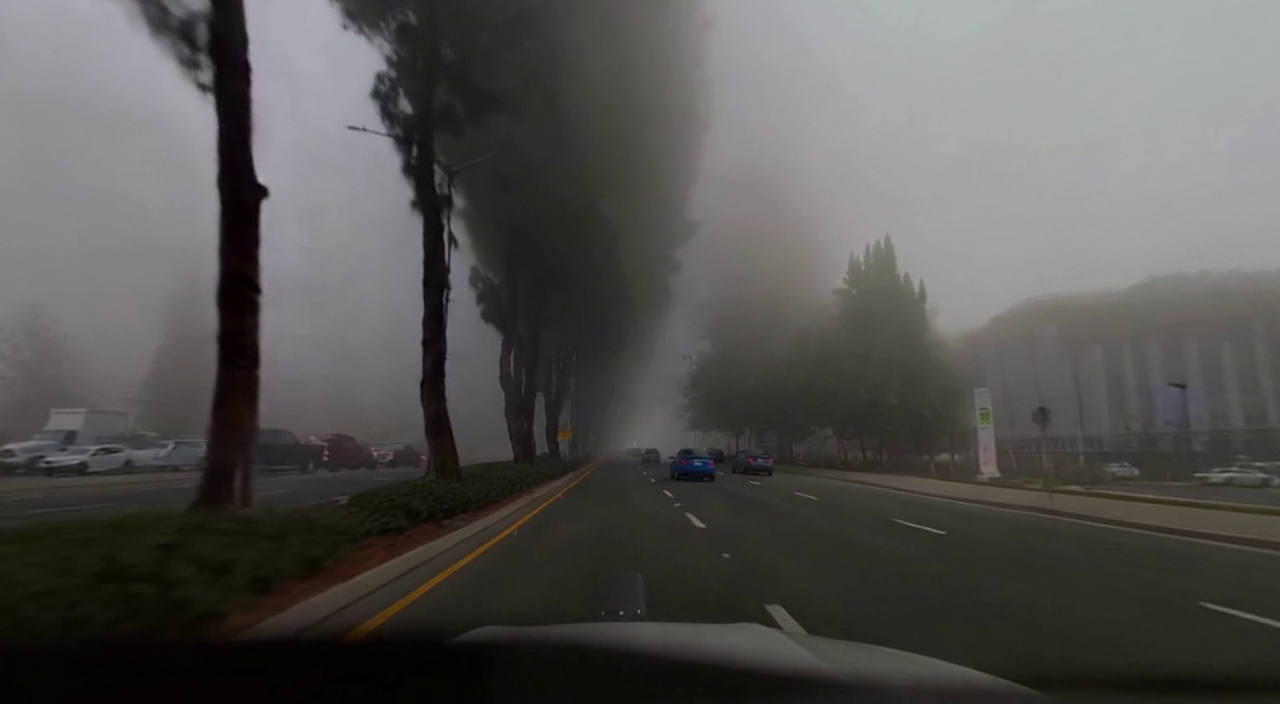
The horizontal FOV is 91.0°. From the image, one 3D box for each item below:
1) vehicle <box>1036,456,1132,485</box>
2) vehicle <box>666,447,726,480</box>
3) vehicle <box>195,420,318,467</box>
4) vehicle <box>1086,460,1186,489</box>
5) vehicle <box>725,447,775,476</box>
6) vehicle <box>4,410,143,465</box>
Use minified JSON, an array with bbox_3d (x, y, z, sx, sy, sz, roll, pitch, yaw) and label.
[{"bbox_3d":[26.692,7.095,37.853,4.586,1.665,1.968,2,-9,-11],"label":"vehicle"},{"bbox_3d":[2.580,5.256,29.923,2.256,1.451,4.313,1,-9,-3],"label":"vehicle"},{"bbox_3d":[-27.358,6.606,45.272,6.822,3.138,2.979,3,-9,-17],"label":"vehicle"},{"bbox_3d":[27.311,6.709,34.661,4.390,1.474,1.851,2,-9,-13],"label":"vehicle"},{"bbox_3d":[6.107,6.132,35.460,1.886,1.528,4.169,1,-9,-3],"label":"vehicle"},{"bbox_3d":[-34.015,5.268,38.223,2.858,2.981,6.850,2,-9,-11],"label":"vehicle"}]
